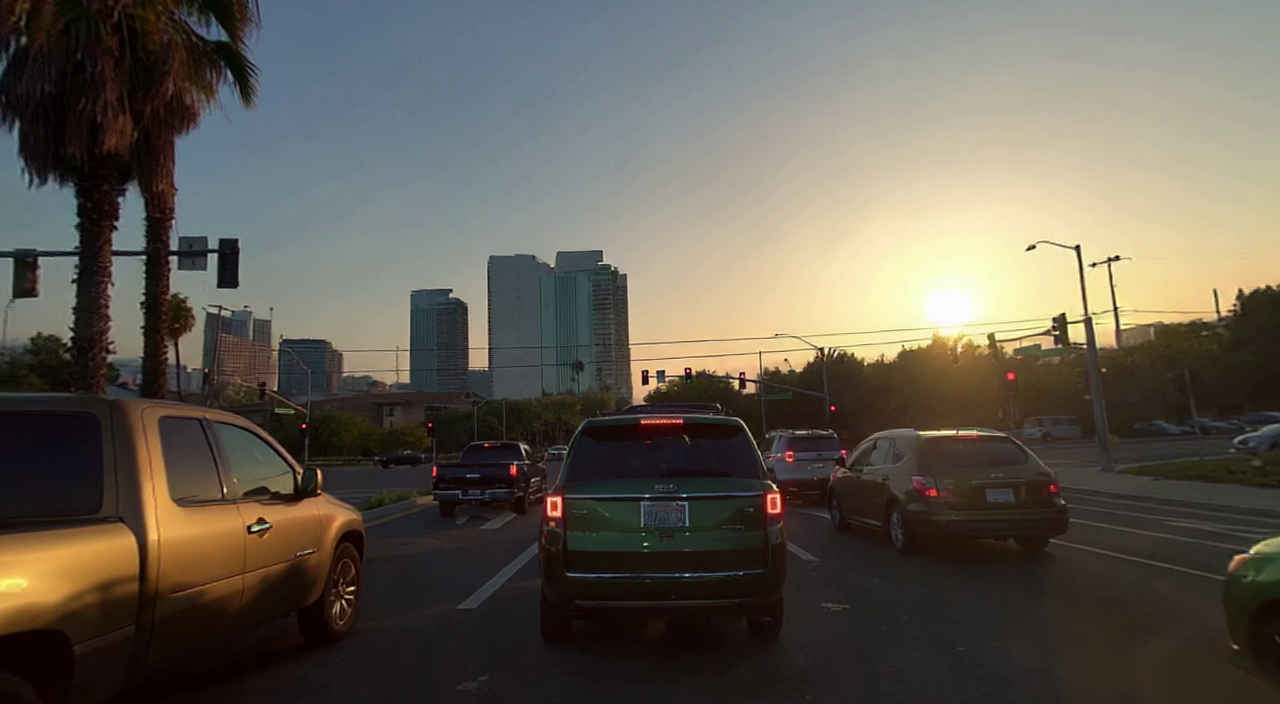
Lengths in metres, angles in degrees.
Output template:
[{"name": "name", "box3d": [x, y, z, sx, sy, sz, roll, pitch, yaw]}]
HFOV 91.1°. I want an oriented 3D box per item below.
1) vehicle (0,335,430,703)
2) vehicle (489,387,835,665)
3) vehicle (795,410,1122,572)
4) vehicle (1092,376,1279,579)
[{"name": "vehicle", "box3d": [-3.156, 1.086, 3.899, 2.171, 1.702, 4.416, 0, -9, 0]}, {"name": "vehicle", "box3d": [0.166, 1.376, 6.016, 2.123, 1.704, 4.128, 0, -9, 1]}, {"name": "vehicle", "box3d": [4.020, 1.856, 9.289, 2.072, 1.704, 5.170, 0, -9, -1]}, {"name": "vehicle", "box3d": [7.294, 1.135, 5.560, 2.337, 1.925, 5.728, 0, -9, 1]}]
